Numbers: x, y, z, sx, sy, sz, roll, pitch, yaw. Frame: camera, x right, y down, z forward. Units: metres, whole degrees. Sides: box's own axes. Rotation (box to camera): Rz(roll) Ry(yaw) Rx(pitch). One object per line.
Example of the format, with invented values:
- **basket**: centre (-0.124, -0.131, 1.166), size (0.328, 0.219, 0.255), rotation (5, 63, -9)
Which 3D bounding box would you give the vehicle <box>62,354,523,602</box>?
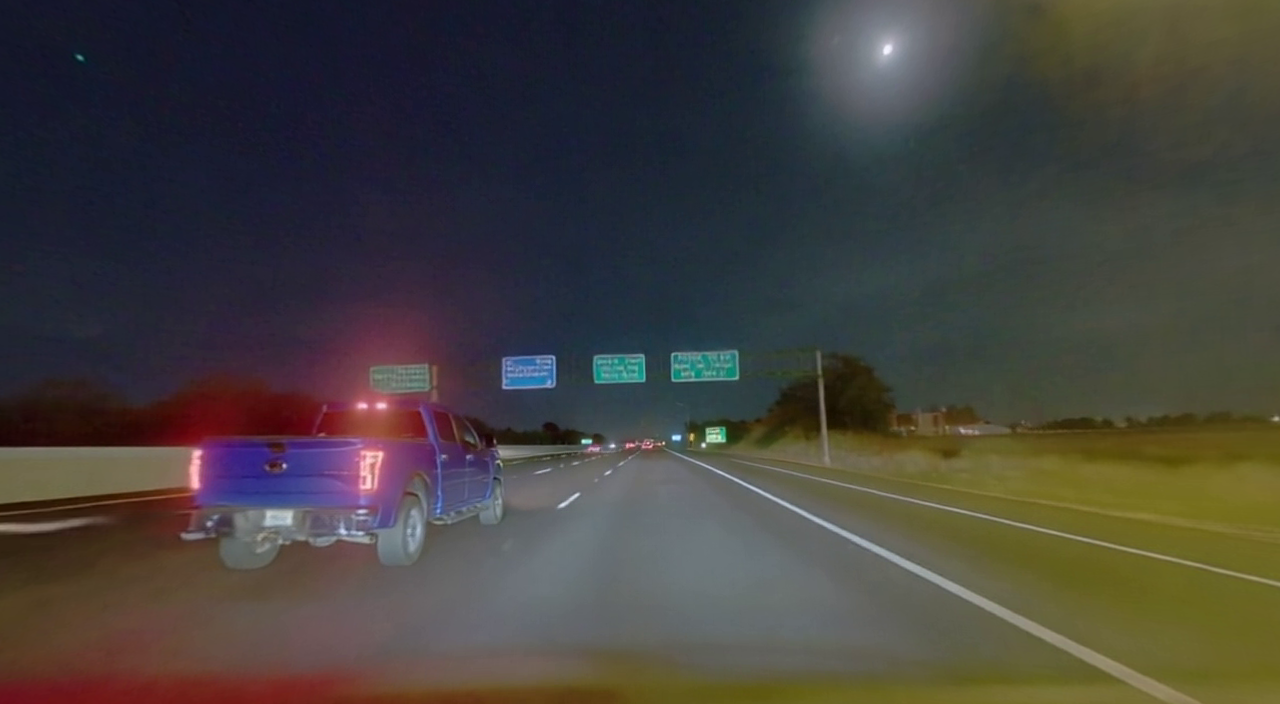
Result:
- **vehicle**: centre (-3.500, 1.497, 8.423), size (2.601, 2.084, 6.068), rotation (0, -8, 1)
